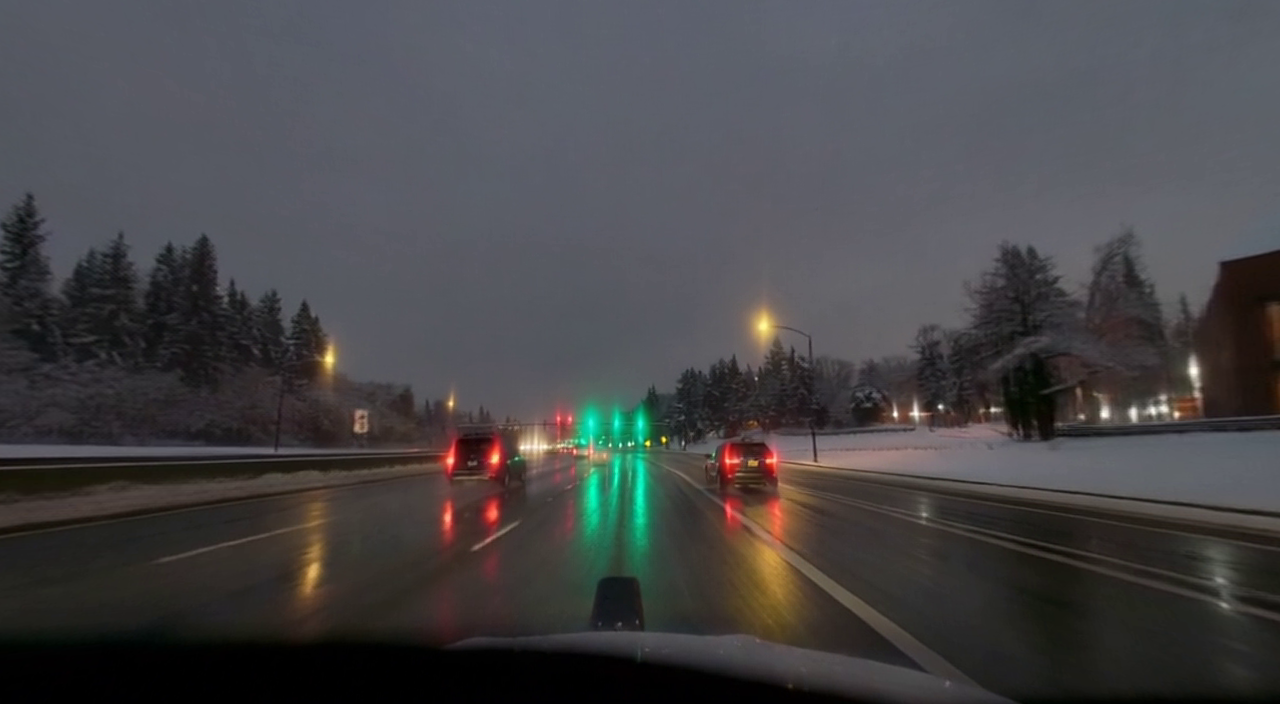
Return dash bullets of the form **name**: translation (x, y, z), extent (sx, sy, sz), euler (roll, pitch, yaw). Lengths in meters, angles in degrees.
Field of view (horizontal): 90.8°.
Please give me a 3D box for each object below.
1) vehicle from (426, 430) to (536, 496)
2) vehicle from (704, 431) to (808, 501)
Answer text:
- **vehicle**: translation (-4.726, 3.369, 19.642), extent (2.176, 1.779, 4.755), euler (0, -8, 0)
- **vehicle**: translation (3.037, 3.091, 17.548), extent (1.997, 1.686, 4.247), euler (0, -8, -1)
